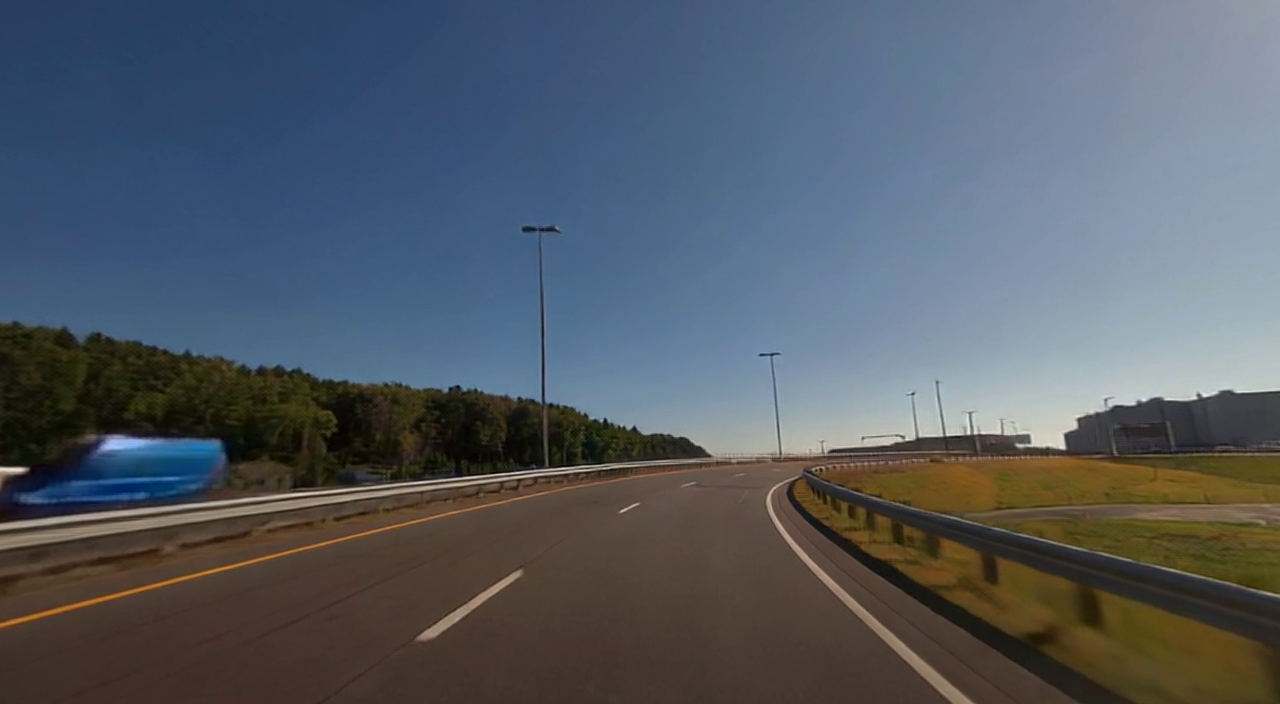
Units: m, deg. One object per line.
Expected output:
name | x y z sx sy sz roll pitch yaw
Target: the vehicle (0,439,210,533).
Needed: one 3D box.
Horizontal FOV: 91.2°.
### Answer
vehicle | -12.424 2.844 13.922 2.009 1.707 4.571 -2 -9 9
